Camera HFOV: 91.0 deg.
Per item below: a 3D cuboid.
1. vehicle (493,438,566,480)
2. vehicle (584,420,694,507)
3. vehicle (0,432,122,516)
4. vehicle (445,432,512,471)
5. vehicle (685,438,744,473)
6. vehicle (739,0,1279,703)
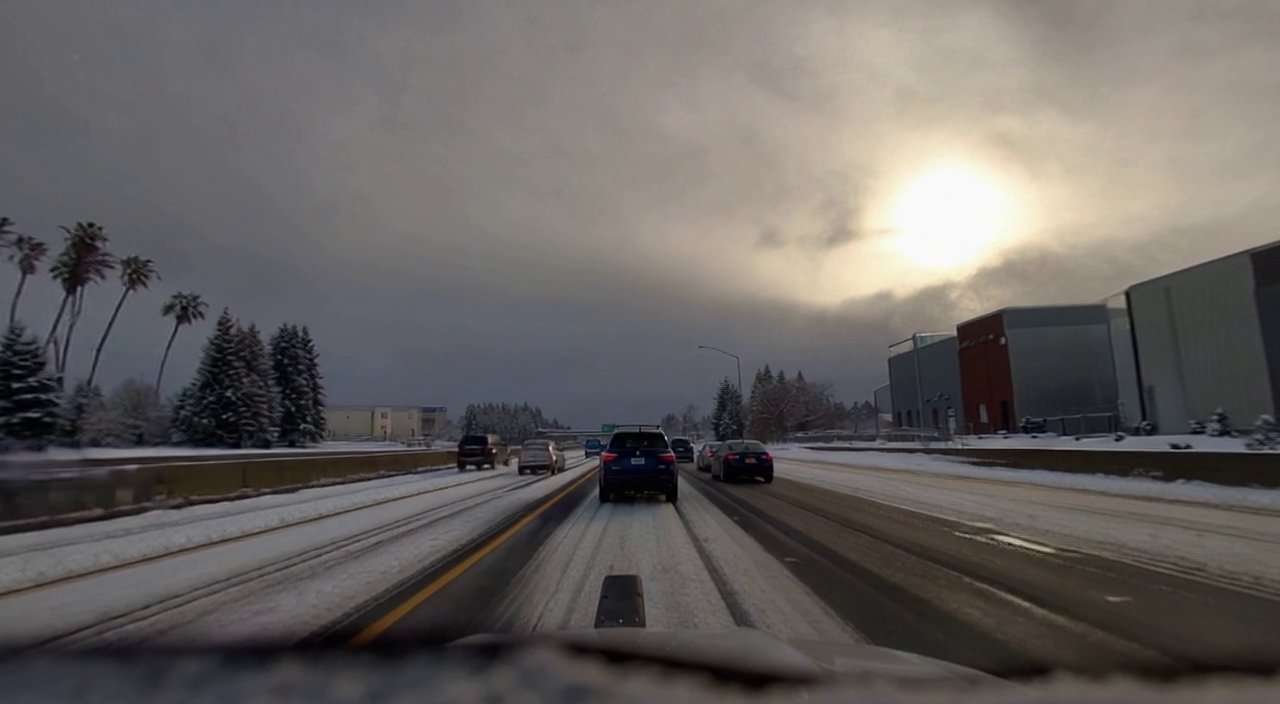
[{"bbox_3d":[-4.404,4.334,25.828,2.040,1.536,4.680,0,-9,1],"label":"vehicle"},{"bbox_3d":[0.015,2.637,15.244,2.268,1.796,4.280,0,-9,1],"label":"vehicle"},{"bbox_3d":[-12.461,2.215,11.499,1.961,1.493,4.784,0,-9,-1],"label":"vehicle"},{"bbox_3d":[-8.008,5.000,31.761,2.066,1.779,4.706,0,-9,1],"label":"vehicle"},{"bbox_3d":[3.388,4.838,29.550,2.039,1.516,4.521,0,-9,-2],"label":"vehicle"},{"bbox_3d":[3.954,0.653,8.256,3.020,3.622,14.302,0,-9,0],"label":"vehicle"}]
